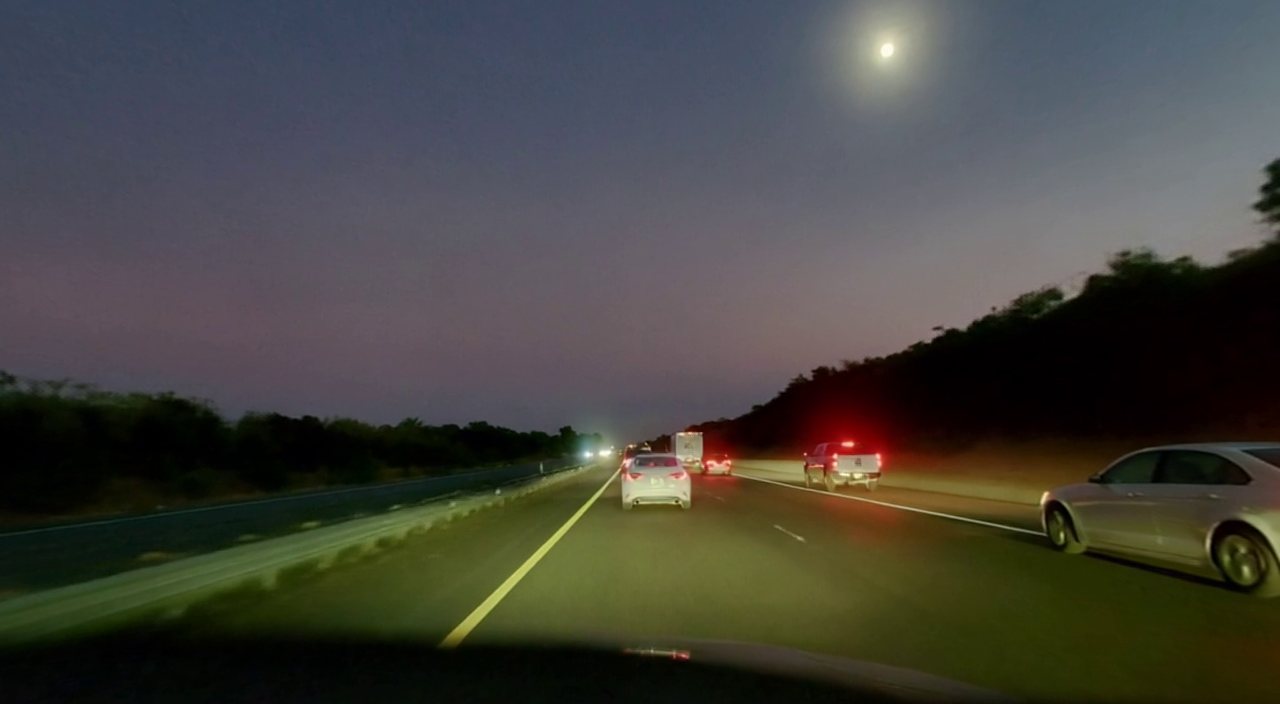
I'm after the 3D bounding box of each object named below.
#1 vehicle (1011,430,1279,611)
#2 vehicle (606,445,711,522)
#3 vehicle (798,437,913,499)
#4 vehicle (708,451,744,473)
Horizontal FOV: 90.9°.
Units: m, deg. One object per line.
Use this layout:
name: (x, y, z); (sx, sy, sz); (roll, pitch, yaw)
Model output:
vehicle: (6.270, 1.644, 6.807); (1.965, 1.484, 4.090); (0, -9, -1)
vehicle: (0.347, 2.911, 14.421); (2.076, 1.485, 3.774); (0, -9, 0)
vehicle: (6.533, 3.577, 19.714); (1.980, 1.702, 4.235); (0, -9, -1)
vehicle: (6.065, 7.802, 44.839); (1.921, 1.451, 3.841); (0, -9, -2)
